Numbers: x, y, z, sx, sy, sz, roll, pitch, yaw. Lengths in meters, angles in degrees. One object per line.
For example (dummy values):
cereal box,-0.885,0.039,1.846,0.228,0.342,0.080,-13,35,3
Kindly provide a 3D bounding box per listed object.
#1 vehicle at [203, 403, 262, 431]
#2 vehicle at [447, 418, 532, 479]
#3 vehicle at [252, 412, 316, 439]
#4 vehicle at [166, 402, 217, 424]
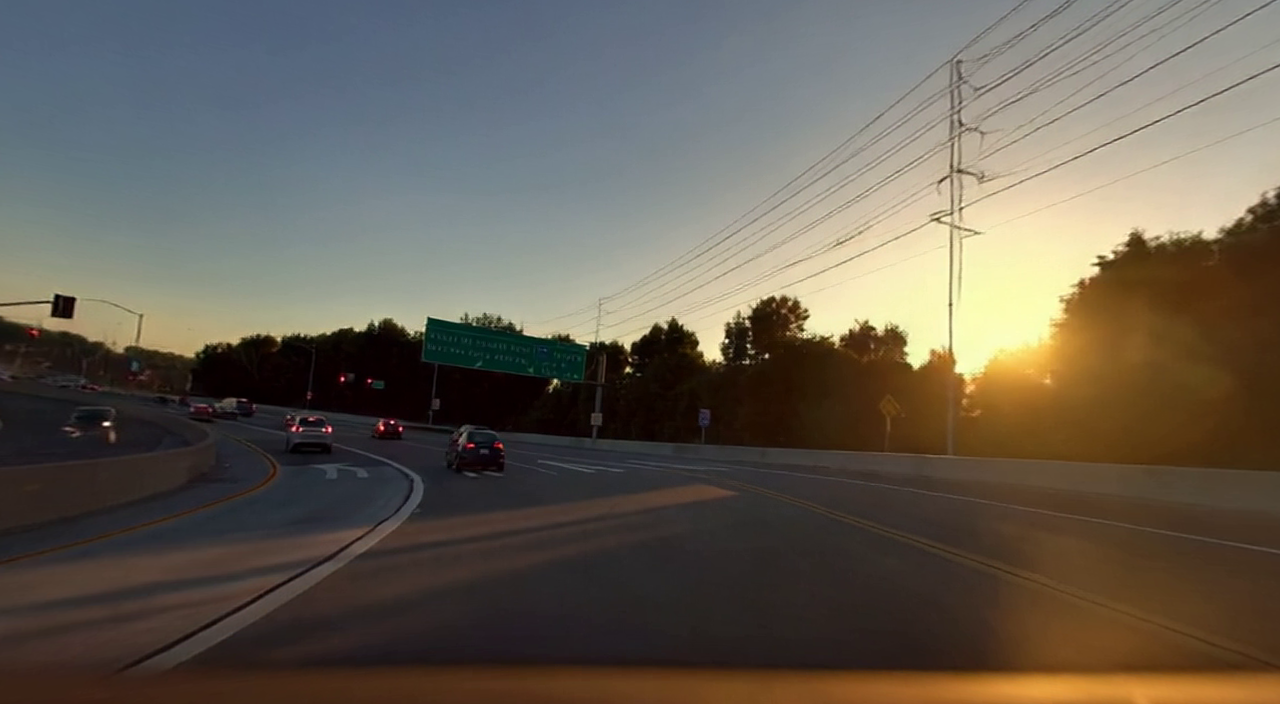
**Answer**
vehicle,-28.559,4.619,44.125,4.285,1.747,2.076,-7,-11,38
vehicle,-4.970,3.124,20.427,2.140,1.724,4.304,3,-9,-20
vehicle,-21.922,4.564,38.718,4.623,1.501,2.033,-8,-12,43
vehicle,-34.401,4.704,48.355,4.459,1.486,1.763,-7,-11,36
